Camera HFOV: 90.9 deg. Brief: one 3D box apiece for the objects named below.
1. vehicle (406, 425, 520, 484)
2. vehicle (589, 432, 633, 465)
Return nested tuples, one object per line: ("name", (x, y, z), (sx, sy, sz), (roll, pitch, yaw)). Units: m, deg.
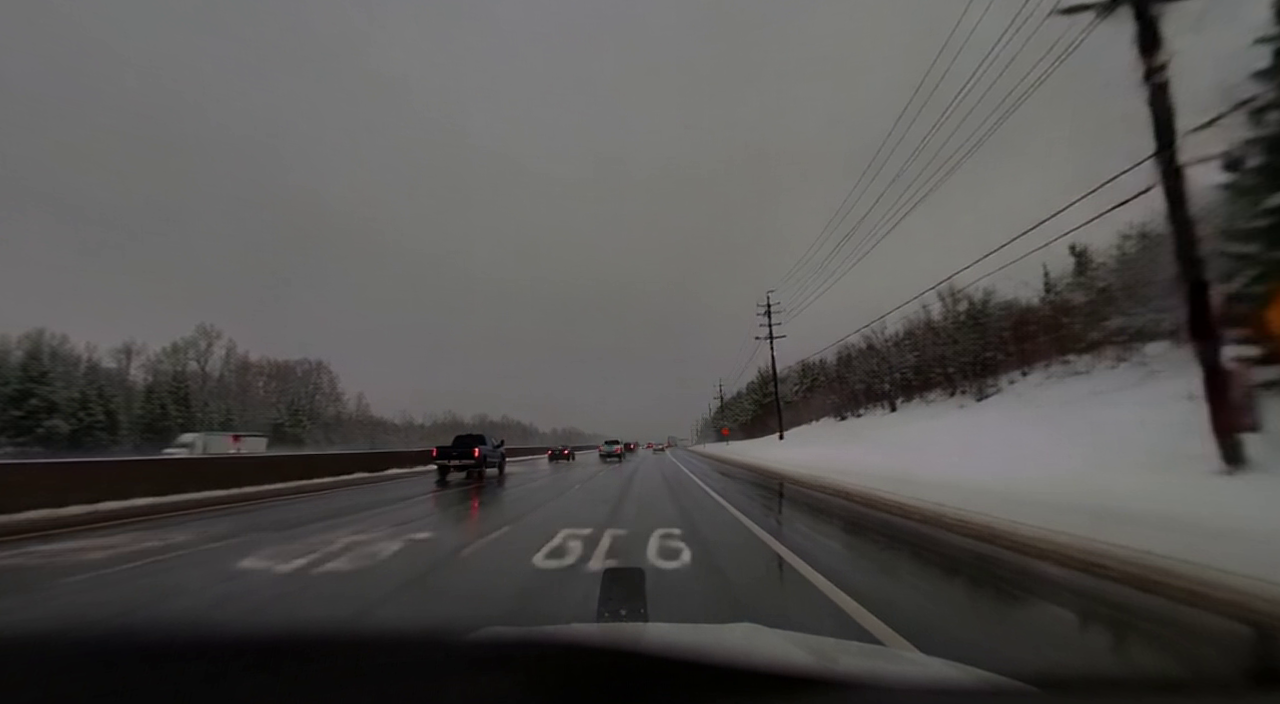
("vehicle", (-6.679, 3.965, 24.837), (2.460, 1.992, 6.474), (0, -8, 1))
("vehicle", (-1.881, 6.500, 42.627), (2.448, 2.025, 5.193), (-1, -8, 3))
